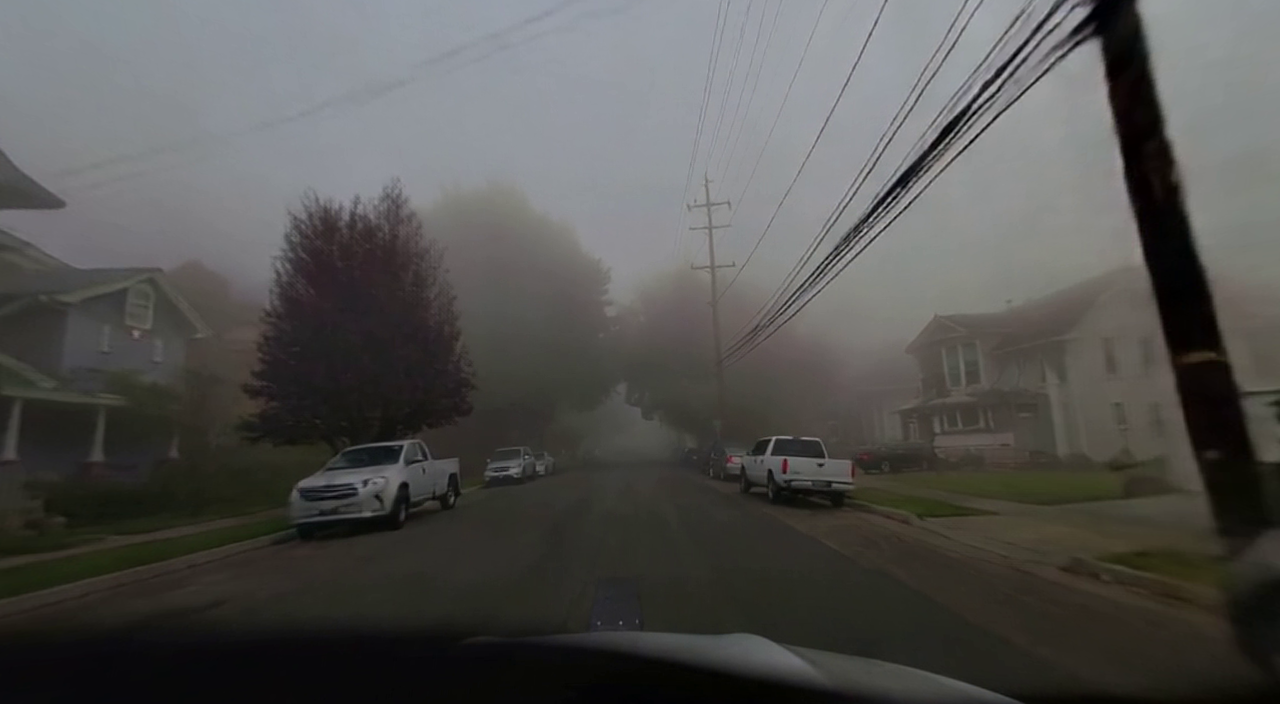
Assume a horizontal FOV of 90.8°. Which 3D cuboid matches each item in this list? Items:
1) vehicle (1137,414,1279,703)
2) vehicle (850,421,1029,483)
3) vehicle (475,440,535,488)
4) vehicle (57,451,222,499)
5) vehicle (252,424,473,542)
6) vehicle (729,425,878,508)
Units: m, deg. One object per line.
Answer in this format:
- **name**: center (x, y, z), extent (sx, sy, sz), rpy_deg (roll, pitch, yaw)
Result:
- **vehicle**: center (4.244, 0.823, 1.587), extent (2.051, 1.479, 4.758), rpy_deg (0, -9, -1)
- **vehicle**: center (10.637, 3.573, 22.747), extent (5.376, 1.914, 1.988), rpy_deg (-2, -8, -3)
- **vehicle**: center (-5.838, 4.850, 27.842), extent (2.046, 1.825, 4.627), rpy_deg (-2, -8, -6)
- **vehicle**: center (-17.665, 4.341, 22.463), extent (4.184, 1.620, 1.852), rpy_deg (0, -9, -1)
- **vehicle**: center (-5.525, 2.661, 13.781), extent (2.285, 1.895, 5.883), rpy_deg (-2, -8, -1)
- **vehicle**: center (4.058, 2.994, 16.937), extent (2.279, 1.848, 5.577), rpy_deg (1, -9, -2)
